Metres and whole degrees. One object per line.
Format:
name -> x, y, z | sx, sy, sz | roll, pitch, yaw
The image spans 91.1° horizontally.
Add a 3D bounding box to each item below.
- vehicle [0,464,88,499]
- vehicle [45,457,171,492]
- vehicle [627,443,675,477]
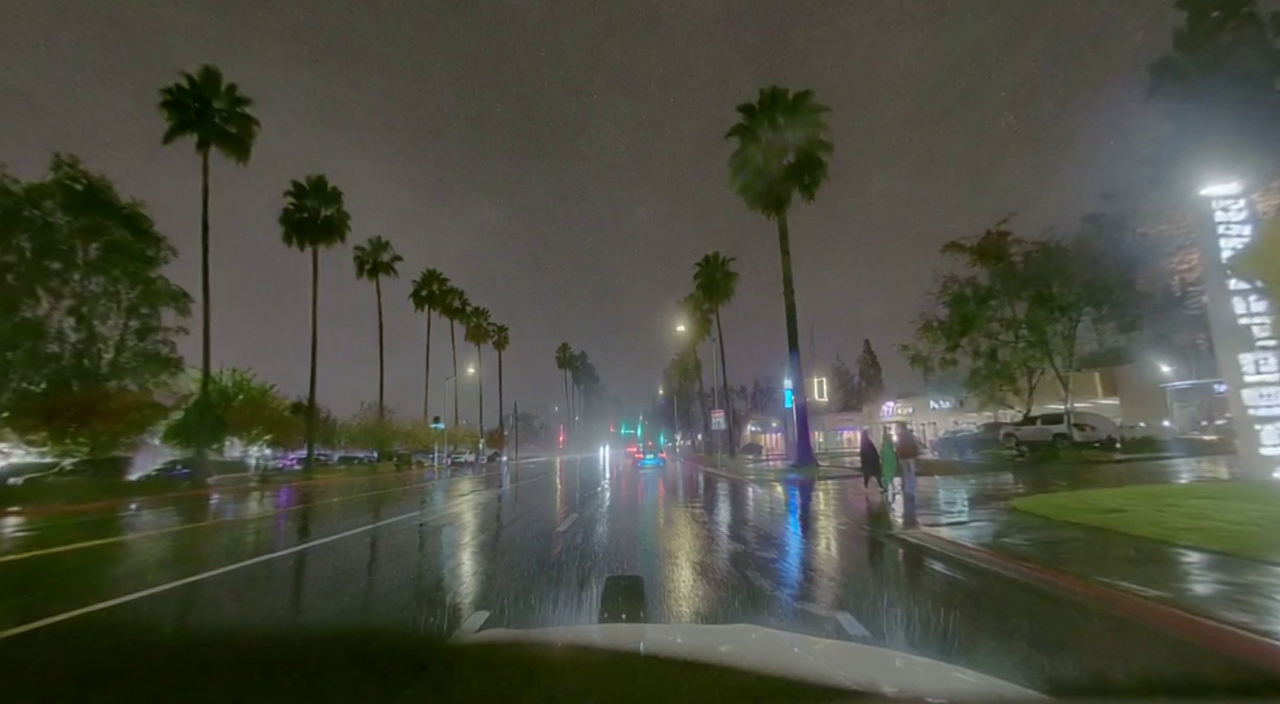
vehicle -> -32.330, 6.869, 33.560 | 1.810, 1.468, 4.585 | 1, -8, -5
vehicle -> -27.872, 6.410, 32.982 | 4.756, 1.727, 1.994 | 0, -9, 1
vehicle -> 0.472, 5.176, 30.354 | 2.144, 1.514, 4.063 | 0, -9, 0
